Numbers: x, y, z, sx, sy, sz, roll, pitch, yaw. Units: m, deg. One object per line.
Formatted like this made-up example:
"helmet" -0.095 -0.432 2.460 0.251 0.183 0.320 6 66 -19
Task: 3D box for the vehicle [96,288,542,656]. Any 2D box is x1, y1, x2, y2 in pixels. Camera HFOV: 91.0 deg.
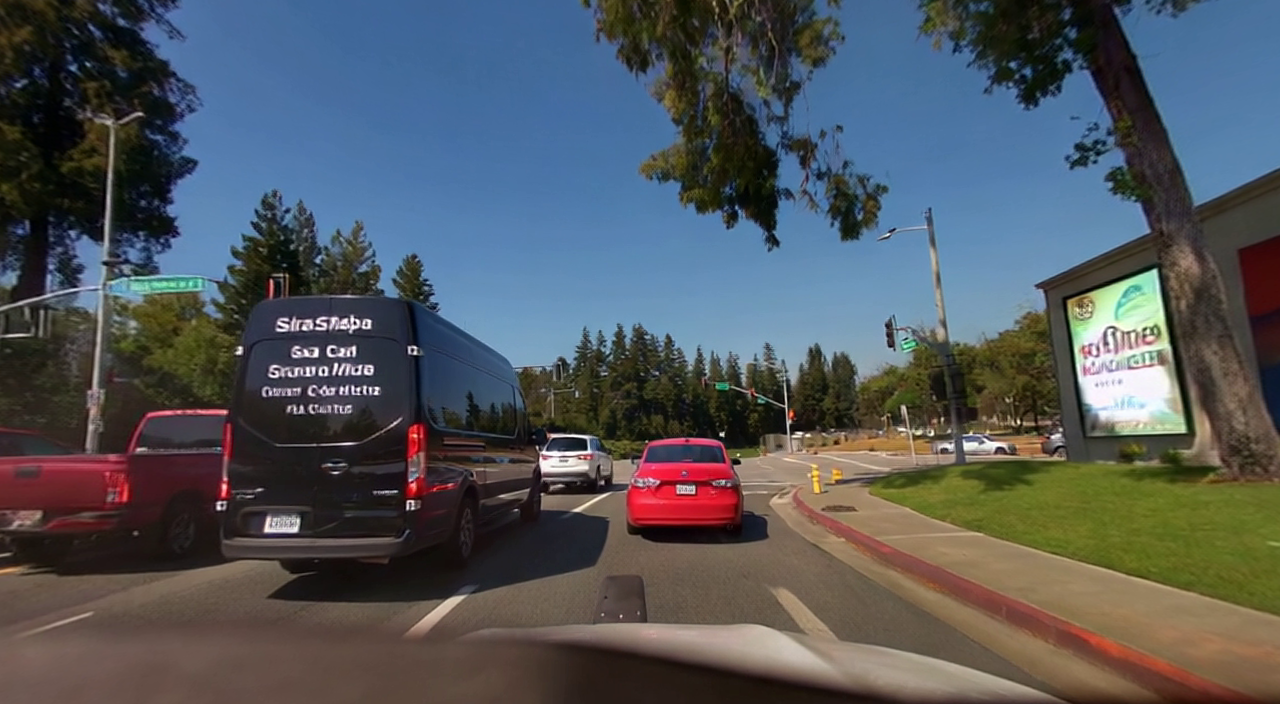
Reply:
"vehicle" -3.072 1.365 8.110 2.555 3.035 5.702 0 -9 1

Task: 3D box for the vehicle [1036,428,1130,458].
"vehicle" 31.686 6.507 45.066 5.084 2.041 2.360 1 -9 -8

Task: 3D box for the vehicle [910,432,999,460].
"vehicle" 21.656 6.515 43.413 5.021 1.848 2.210 1 -9 -9

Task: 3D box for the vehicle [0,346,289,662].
"vehicle" -5.966 1.306 5.843 2.352 2.333 5.197 0 -9 0

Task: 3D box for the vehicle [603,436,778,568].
"vehicle" 0.935 2.379 10.880 2.398 1.773 4.254 -1 -9 7

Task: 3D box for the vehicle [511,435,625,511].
"vehicle" -1.854 3.359 18.003 2.130 1.876 4.445 -1 -9 9
